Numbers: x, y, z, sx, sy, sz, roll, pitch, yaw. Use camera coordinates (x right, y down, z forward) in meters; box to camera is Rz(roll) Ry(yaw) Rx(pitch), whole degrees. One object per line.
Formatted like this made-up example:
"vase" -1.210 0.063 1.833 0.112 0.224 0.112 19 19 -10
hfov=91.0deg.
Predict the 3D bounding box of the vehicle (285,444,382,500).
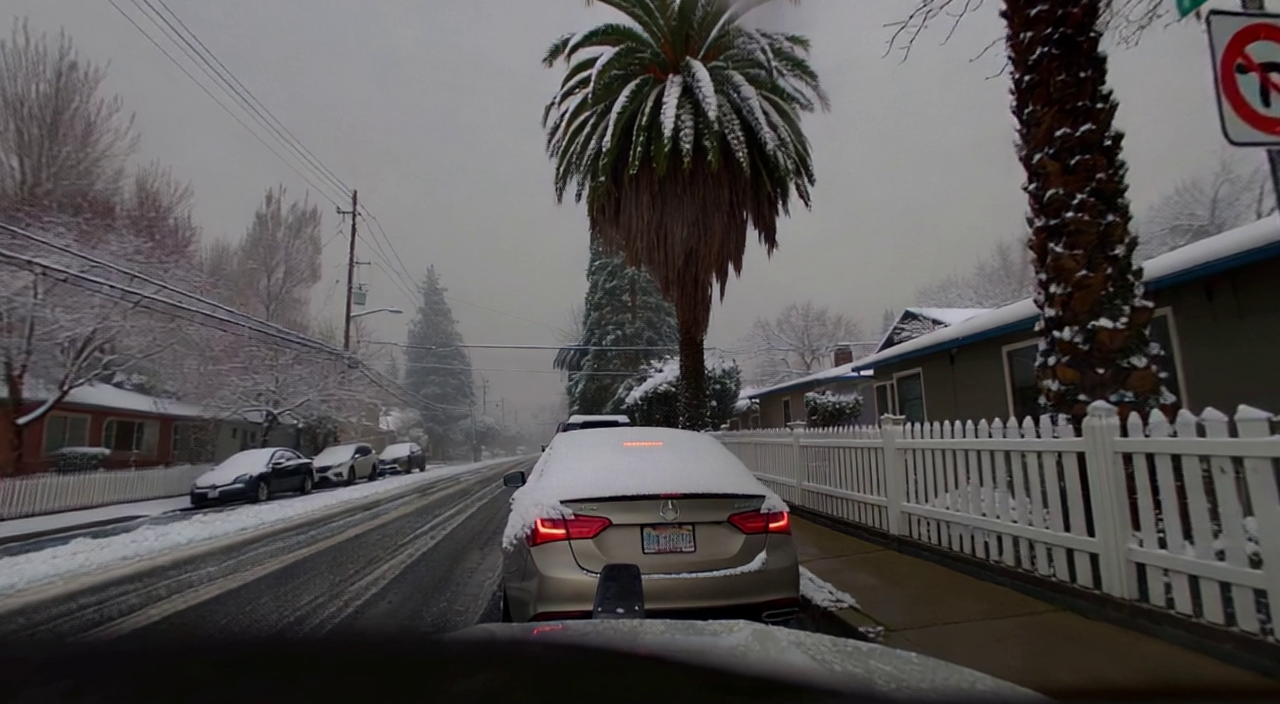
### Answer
"vehicle" -12.131 4.703 25.284 2.048 1.485 4.757 -4 -4 -8

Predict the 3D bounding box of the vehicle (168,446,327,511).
"vehicle" -11.384 3.648 18.804 2.017 1.627 5.039 1 -8 -7

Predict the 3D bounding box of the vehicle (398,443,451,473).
"vehicle" -13.132 6.461 38.685 2.060 1.689 4.999 1 -8 -7

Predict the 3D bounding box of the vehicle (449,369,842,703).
"vehicle" -0.131 1.211 4.995 1.894 1.695 3.795 1 -8 -6
